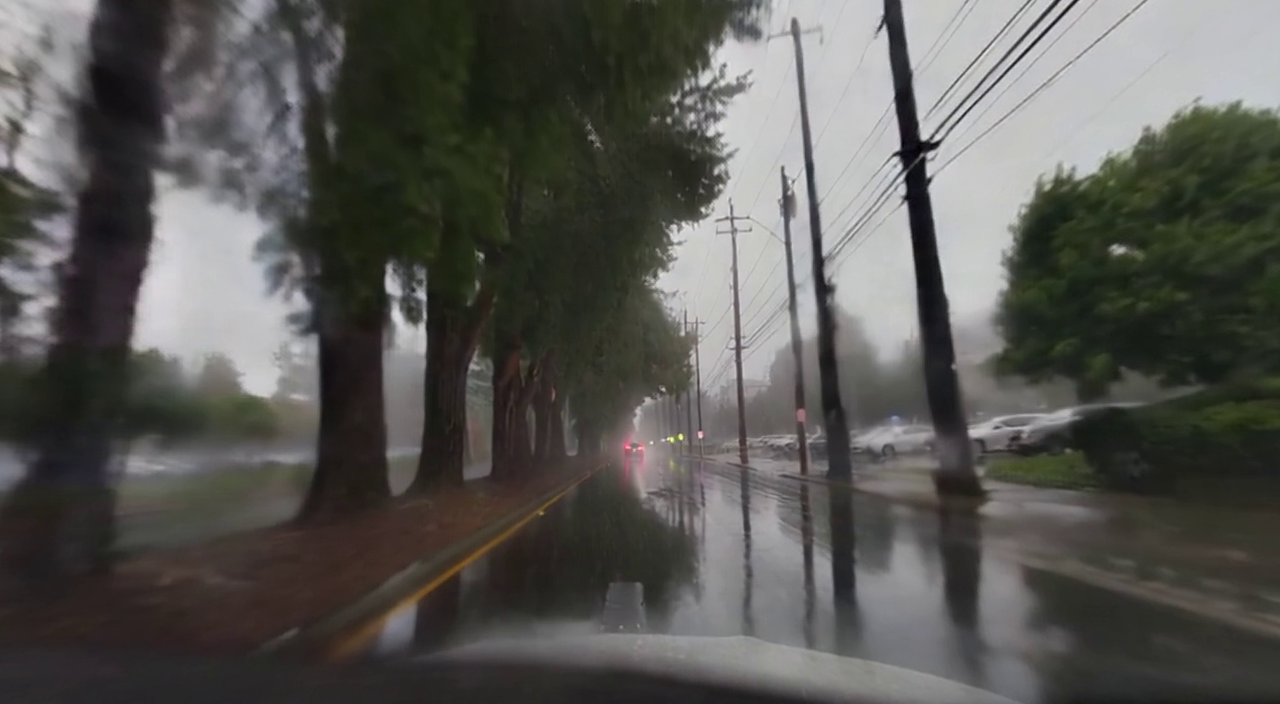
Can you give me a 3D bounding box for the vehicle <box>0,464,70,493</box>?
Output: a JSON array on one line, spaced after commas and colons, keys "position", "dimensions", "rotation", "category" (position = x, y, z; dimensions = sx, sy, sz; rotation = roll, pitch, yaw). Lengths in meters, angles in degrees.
[{"position": [-34.013, 6.820, 34.062], "dimensions": [4.499, 1.448, 1.915], "rotation": [0, -9, -3], "category": "vehicle"}]
